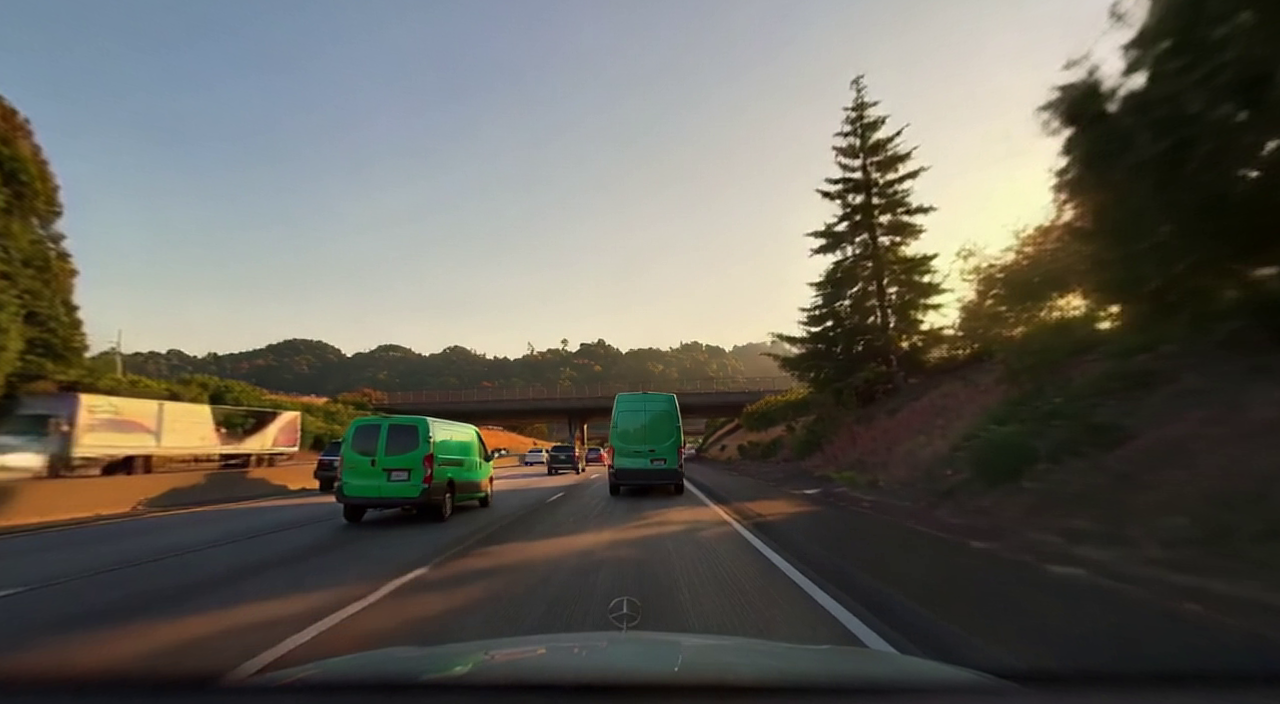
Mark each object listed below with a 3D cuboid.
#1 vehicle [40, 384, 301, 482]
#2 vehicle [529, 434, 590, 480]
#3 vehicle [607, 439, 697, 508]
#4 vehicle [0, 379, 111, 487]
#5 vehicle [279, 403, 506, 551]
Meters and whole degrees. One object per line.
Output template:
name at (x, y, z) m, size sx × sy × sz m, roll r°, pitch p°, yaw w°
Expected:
vehicle at (-23.514, 4.491, 33.523) m, size 2.813 × 4.101 × 14.020 m, roll 0°, pitch -9°, yaw 1°
vehicle at (-3.418, 4.596, 27.688) m, size 2.068 × 1.862 × 4.234 m, roll 0°, pitch -9°, yaw 1°
vehicle at (0.249, 2.945, 15.609) m, size 1.991 × 1.507 × 3.391 m, roll 0°, pitch -9°, yaw -1°
vehicle at (-23.665, 3.203, 24.934) m, size 2.891 × 4.015 × 2.438 m, roll 0°, pitch -9°, yaw 3°
vehicle at (-3.601, 1.913, 10.115) m, size 1.951 × 1.882 × 3.979 m, roll 0°, pitch -9°, yaw 0°
